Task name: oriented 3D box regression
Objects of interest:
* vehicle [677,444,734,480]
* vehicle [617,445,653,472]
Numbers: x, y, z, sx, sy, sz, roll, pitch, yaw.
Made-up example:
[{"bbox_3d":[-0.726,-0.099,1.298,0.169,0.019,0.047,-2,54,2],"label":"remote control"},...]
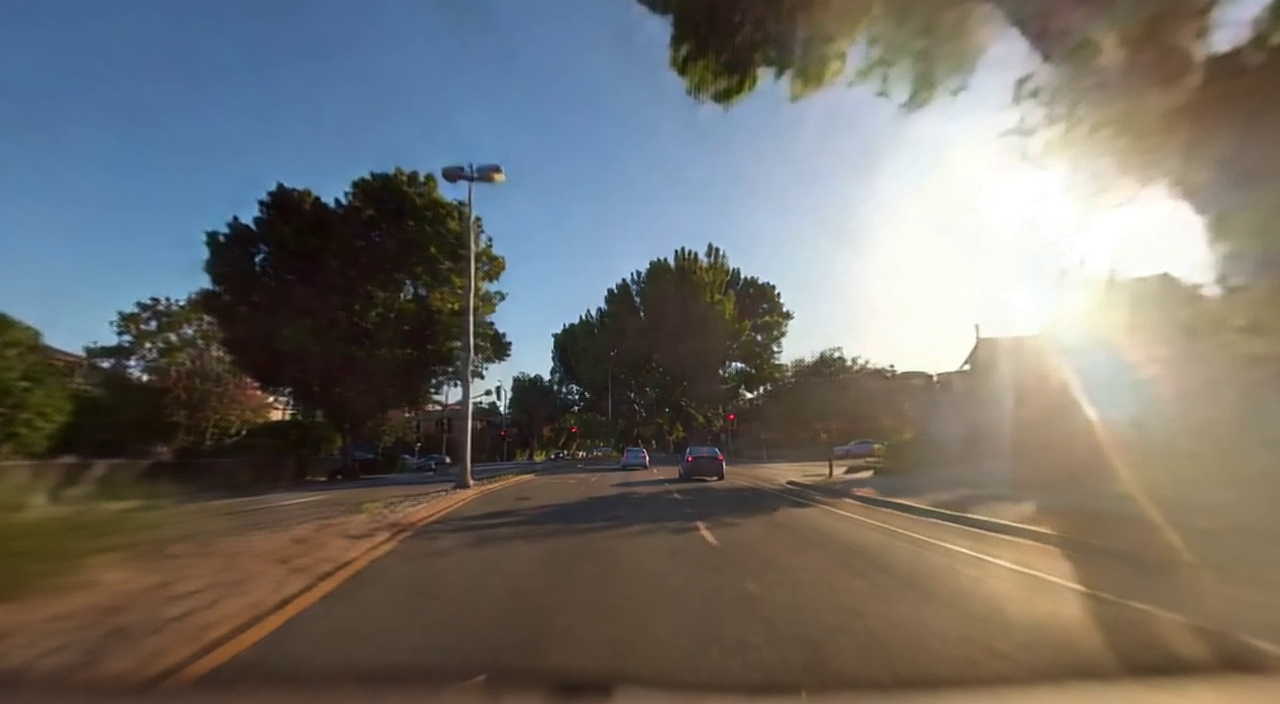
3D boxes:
[{"bbox_3d":[2.867,4.950,28.700,2.057,1.496,4.401,0,-8,-1],"label":"vehicle"},{"bbox_3d":[-0.273,6.266,37.429,2.018,1.511,3.993,0,-8,0],"label":"vehicle"}]
